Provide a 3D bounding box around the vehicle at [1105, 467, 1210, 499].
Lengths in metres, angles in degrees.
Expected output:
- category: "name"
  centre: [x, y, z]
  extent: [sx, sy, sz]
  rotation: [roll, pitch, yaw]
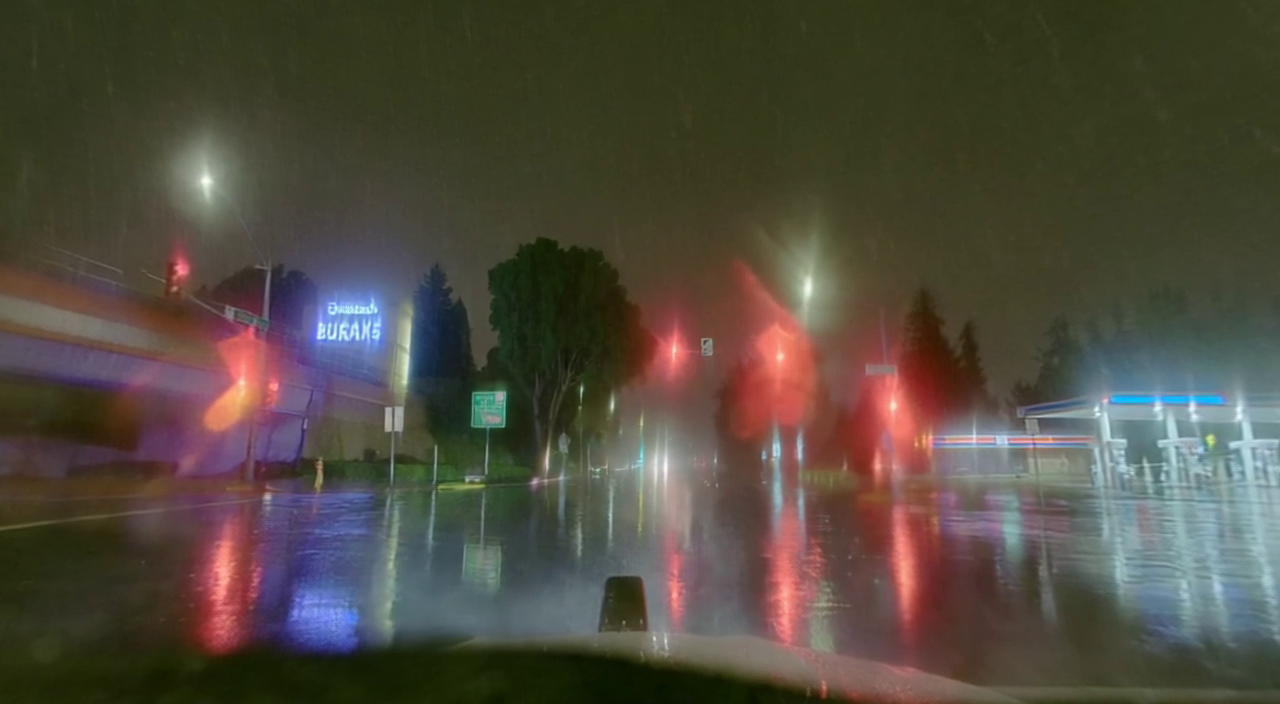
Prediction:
- category: "vehicle"
  centre: [28.022, 7.065, 34.338]
  extent: [1.897, 1.466, 4.211]
  rotation: [1, -8, -6]
